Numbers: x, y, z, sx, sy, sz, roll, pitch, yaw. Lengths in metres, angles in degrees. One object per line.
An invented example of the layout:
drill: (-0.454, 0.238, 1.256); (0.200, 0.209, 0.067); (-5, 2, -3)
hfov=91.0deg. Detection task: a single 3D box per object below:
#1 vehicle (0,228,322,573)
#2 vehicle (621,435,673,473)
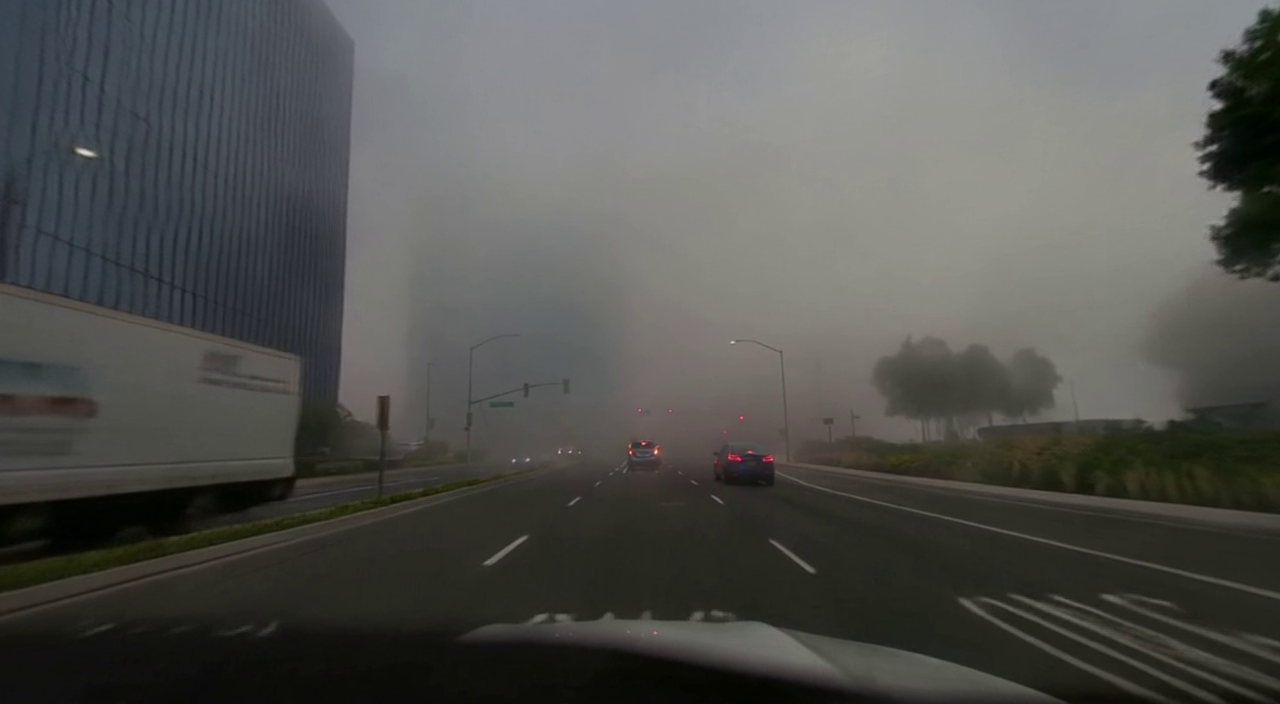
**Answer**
vehicle: (-8.890, 0.779, 8.651); (3.065, 3.928, 11.252); (0, -9, 0)
vehicle: (0.330, 5.487, 33.906); (2.601, 1.878, 4.535); (0, -9, 0)
